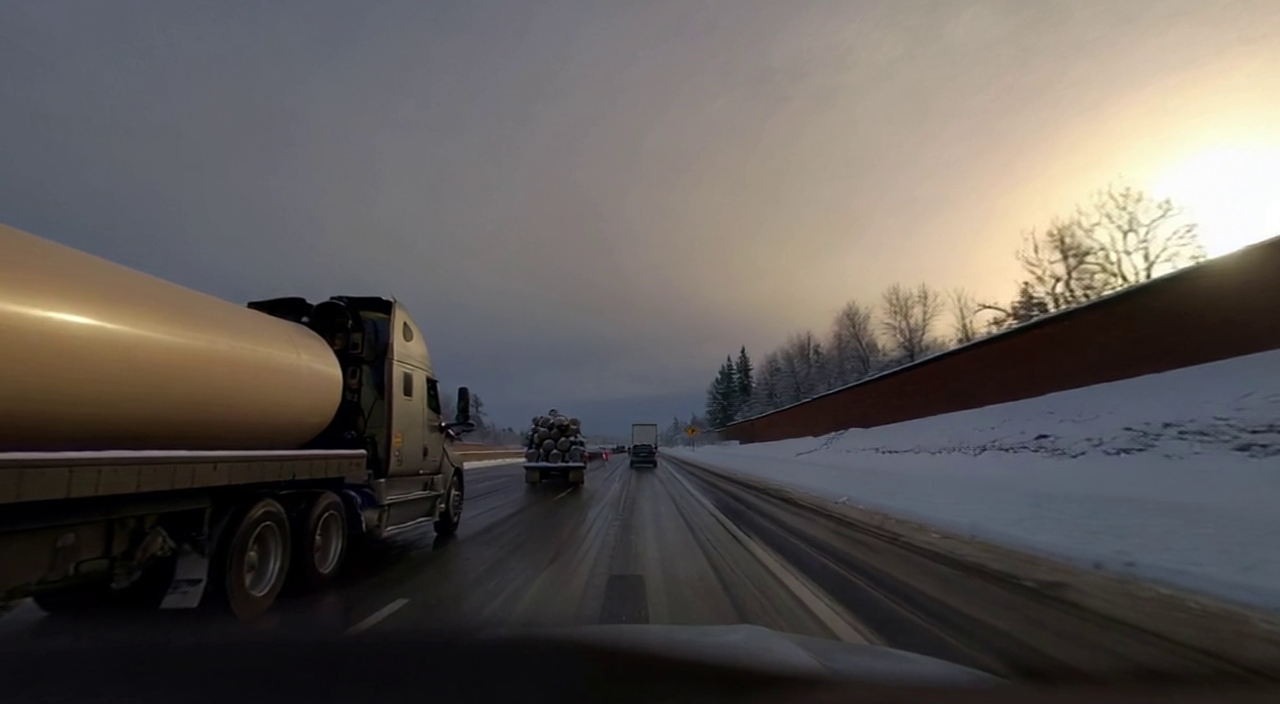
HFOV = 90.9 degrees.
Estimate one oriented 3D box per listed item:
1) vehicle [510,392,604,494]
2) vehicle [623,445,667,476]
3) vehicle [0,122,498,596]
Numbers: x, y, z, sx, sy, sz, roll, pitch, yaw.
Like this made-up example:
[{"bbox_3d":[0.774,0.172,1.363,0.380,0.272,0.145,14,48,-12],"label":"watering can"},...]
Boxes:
[{"bbox_3d":[-2.831,3.361,23.395,2.798,3.071,8.412,1,-8,-4],"label":"vehicle"},{"bbox_3d":[0.212,5.435,31.947,2.041,1.462,4.548,0,-8,-1],"label":"vehicle"},{"bbox_3d":[-4.096,0.383,8.159,2.998,3.992,5.800,0,-8,1],"label":"vehicle"}]
